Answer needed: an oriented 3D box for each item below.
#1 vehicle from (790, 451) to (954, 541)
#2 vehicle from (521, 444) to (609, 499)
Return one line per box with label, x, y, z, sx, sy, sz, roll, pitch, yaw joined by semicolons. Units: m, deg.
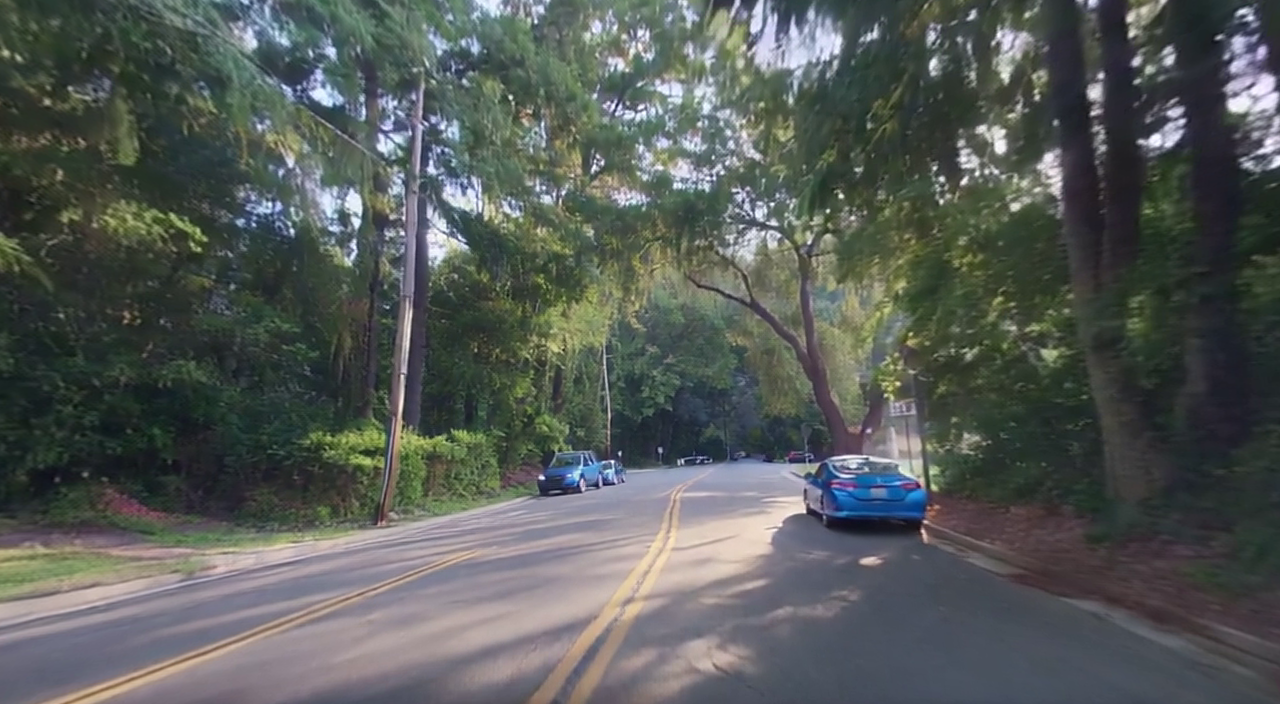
vehicle;4.414;2.765;12.847;2.033;1.424;4.560;-1;-8;6
vehicle;-3.310;5.580;29.223;2.583;2.167;5.667;-4;-12;8
